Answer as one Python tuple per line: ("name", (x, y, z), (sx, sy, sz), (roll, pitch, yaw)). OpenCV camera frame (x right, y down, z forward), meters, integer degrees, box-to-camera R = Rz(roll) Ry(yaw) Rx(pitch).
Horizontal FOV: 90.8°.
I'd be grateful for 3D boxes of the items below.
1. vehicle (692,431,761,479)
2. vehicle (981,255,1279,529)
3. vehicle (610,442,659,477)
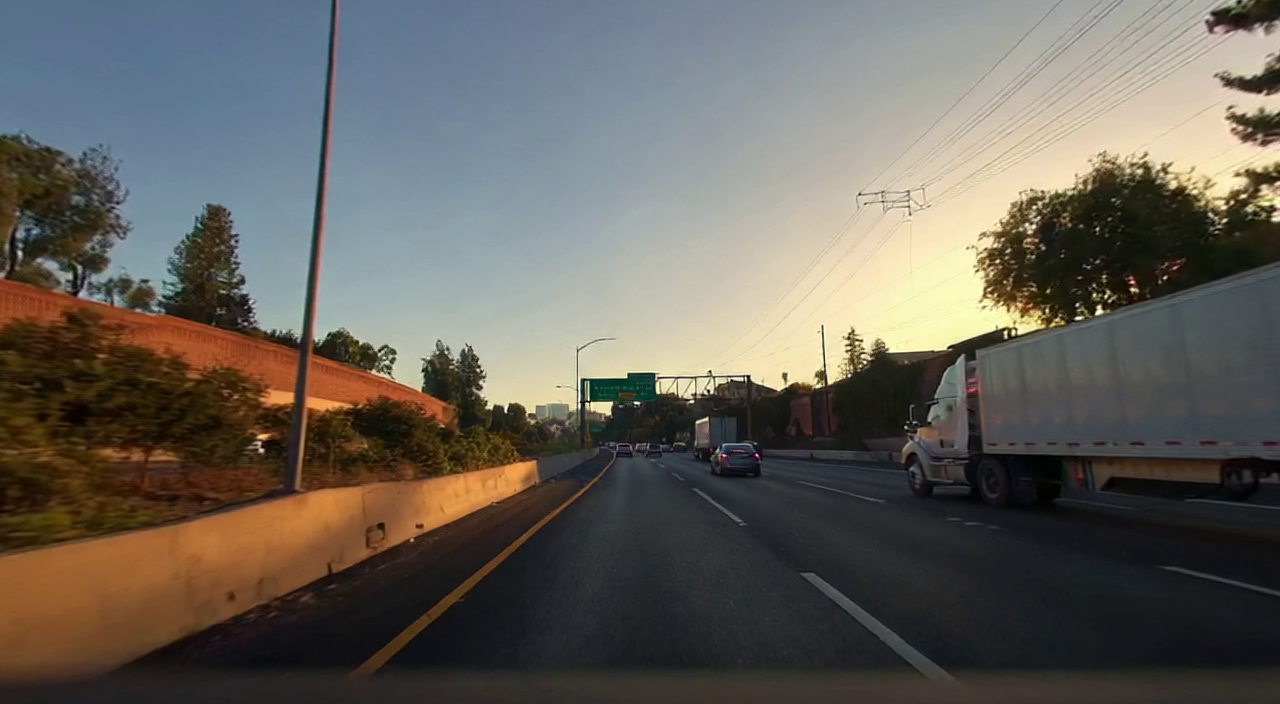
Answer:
("vehicle", (3.569, 4.395, 27.073), (2.114, 1.849, 4.692), (0, -9, -2))
("vehicle", (11.229, 0.660, 10.012), (2.914, 4.134, 15.553), (0, -9, 0))
("vehicle", (-0.274, 4.868, 28.883), (2.083, 1.477, 3.965), (0, -9, -1))
